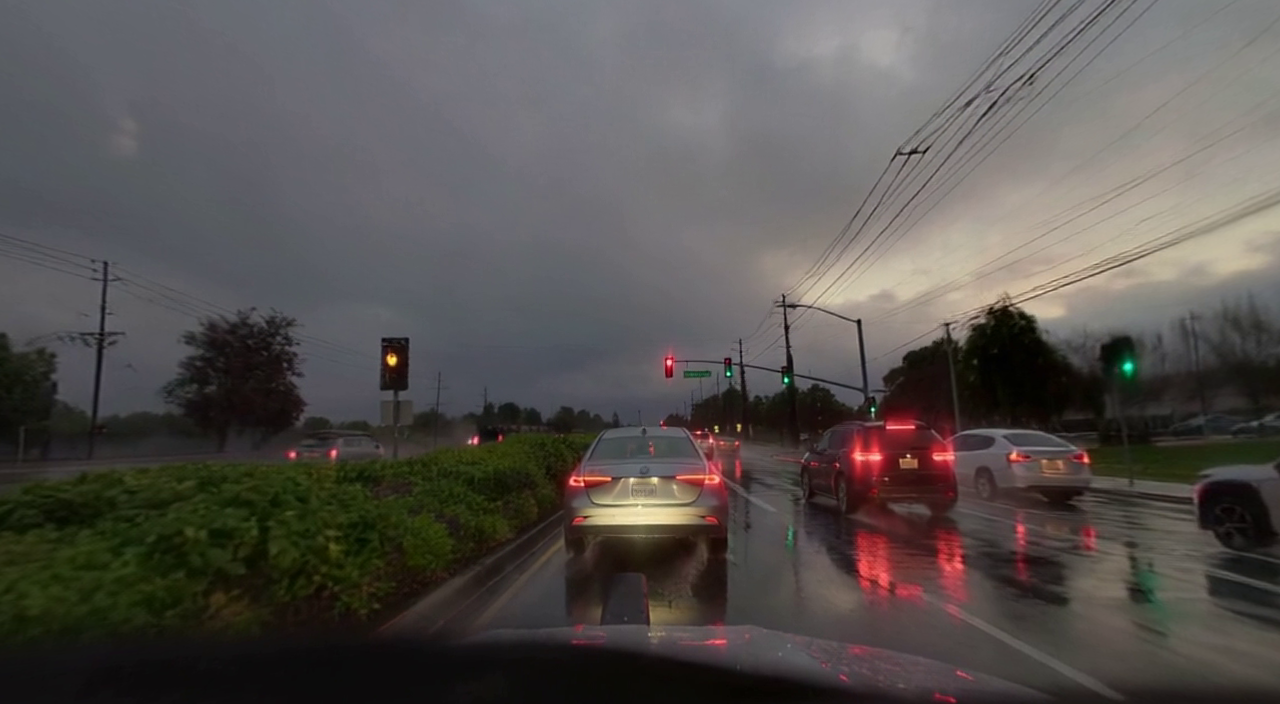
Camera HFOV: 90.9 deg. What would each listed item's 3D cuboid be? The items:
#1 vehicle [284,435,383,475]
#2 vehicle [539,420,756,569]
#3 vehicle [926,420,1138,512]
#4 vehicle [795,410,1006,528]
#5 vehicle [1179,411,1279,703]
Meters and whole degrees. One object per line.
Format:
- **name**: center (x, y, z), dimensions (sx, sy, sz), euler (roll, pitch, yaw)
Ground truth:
- **vehicle**: center (-16.565, 5.608, 34.500), dimensions (2.262, 1.967, 5.814), euler (-1, -8, 3)
- **vehicle**: center (0.092, 1.787, 8.685), dimensions (2.208, 1.498, 4.401), euler (0, -8, 1)
- **vehicle**: center (8.369, 2.464, 14.055), dimensions (1.993, 1.712, 4.322), euler (-1, -8, 2)
- **vehicle**: center (4.464, 2.089, 11.729), dimensions (2.140, 1.753, 4.256), euler (0, -8, 1)
- **vehicle**: center (3.505, 0.679, 0.592), dimensions (2.028, 1.454, 4.531), euler (0, -8, 1)
